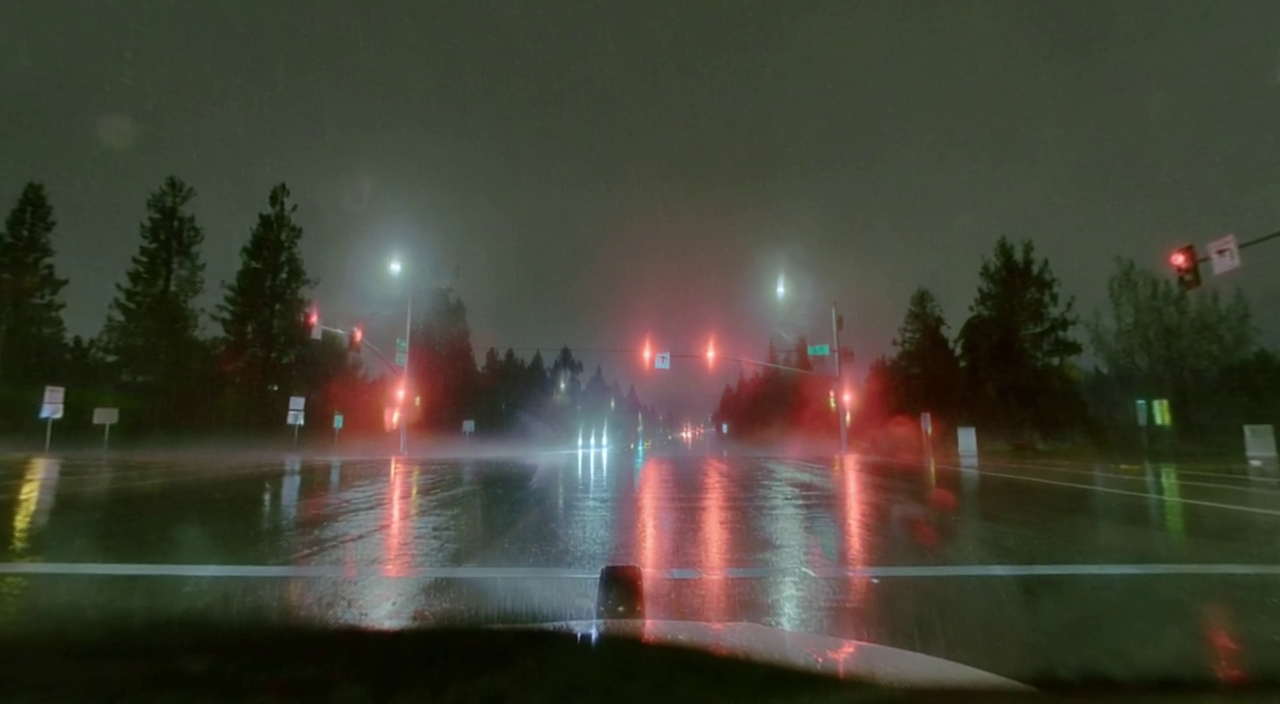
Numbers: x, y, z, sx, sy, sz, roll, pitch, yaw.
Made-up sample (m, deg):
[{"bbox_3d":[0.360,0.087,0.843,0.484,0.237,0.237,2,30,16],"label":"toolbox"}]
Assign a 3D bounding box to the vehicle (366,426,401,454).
[{"bbox_3d":[-19.981,6.859,48.903,1.873,2.079,2.879,6,-10,-34],"label":"vehicle"}]
